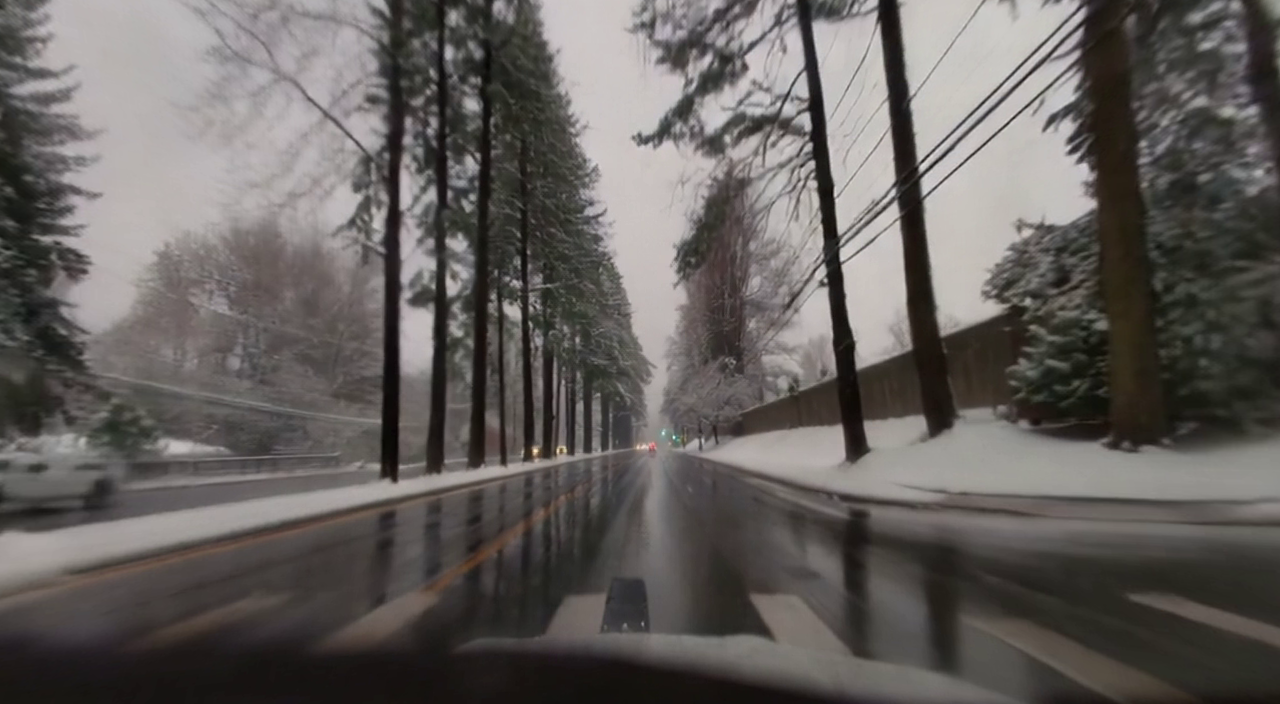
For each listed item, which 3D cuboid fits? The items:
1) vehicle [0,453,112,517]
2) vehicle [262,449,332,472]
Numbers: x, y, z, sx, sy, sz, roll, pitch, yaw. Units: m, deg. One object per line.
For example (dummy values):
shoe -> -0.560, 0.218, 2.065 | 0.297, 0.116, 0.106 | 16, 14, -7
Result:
vehicle -> -16.774, 3.482, 16.761 | 1.926, 1.513, 4.132 | 0, -8, -2
vehicle -> -25.781, 8.154, 47.465 | 4.188, 1.536, 1.845 | 0, -8, -3
